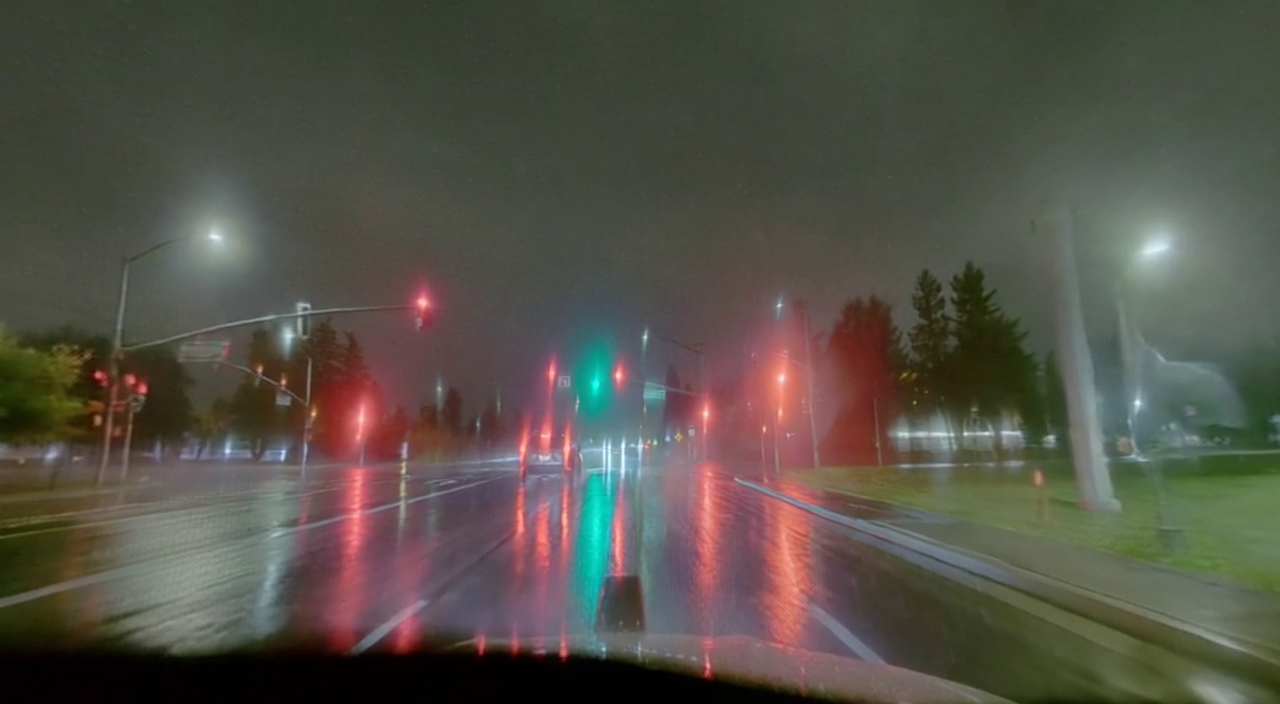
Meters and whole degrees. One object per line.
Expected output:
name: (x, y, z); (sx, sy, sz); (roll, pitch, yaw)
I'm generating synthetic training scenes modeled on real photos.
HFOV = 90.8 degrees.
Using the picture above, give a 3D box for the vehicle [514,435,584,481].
vehicle: (-3.395, 4.067, 24.438); (2.076, 1.599, 4.483); (0, -9, 0)
